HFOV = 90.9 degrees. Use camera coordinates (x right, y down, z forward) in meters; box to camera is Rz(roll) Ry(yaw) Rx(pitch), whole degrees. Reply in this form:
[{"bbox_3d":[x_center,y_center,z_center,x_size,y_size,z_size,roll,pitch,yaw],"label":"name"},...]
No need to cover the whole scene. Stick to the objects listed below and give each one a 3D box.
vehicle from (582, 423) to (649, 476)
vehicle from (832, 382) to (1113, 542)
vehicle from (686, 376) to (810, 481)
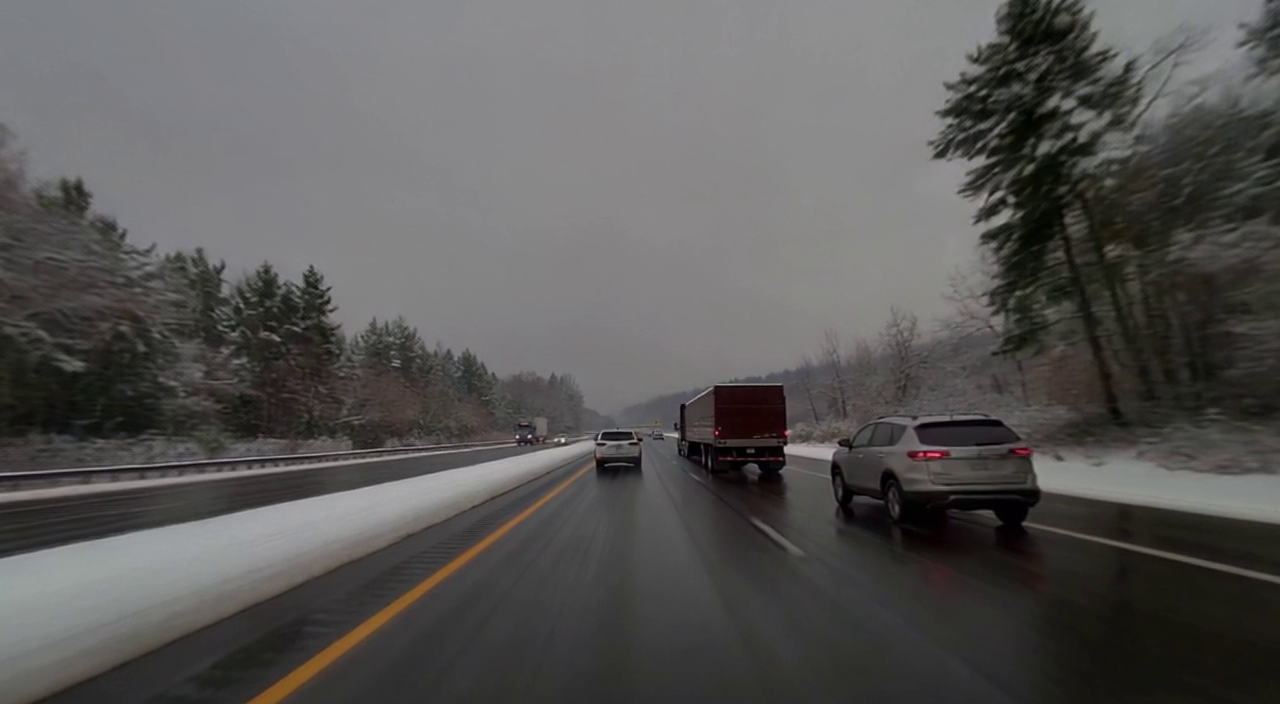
[{"bbox_3d":[-0.771,3.296,21.624,2.082,1.638,4.055,0,-7,0],"label":"vehicle"},{"bbox_3d":[4.601,1.572,9.576,2.011,1.905,3.905,0,-8,-2],"label":"vehicle"},{"bbox_3d":[3.418,2.759,22.517,2.723,3.027,8.478,0,-7,-1],"label":"vehicle"}]
